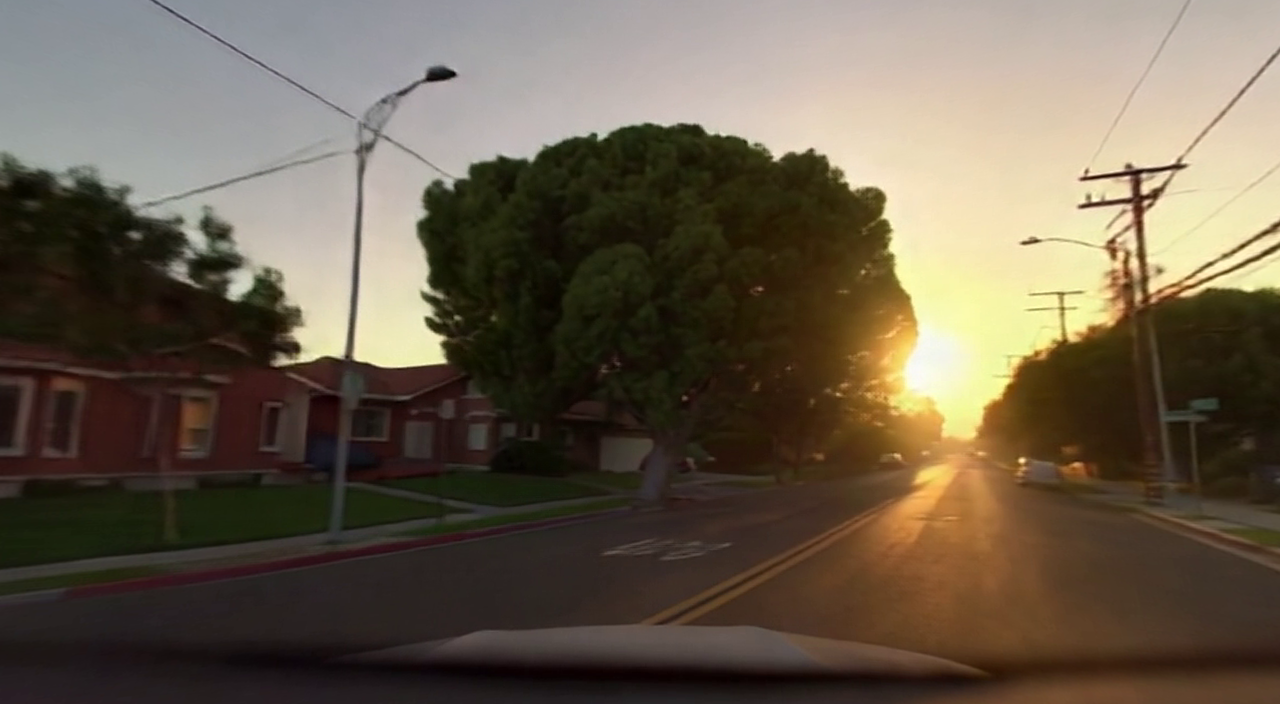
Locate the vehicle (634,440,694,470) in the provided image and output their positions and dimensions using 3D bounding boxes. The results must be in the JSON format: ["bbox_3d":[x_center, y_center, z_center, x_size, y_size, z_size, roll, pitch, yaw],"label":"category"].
[{"bbox_3d":[1.687,6.774,41.385,2.034,1.829,5.161,-4,-11,25],"label":"vehicle"}]

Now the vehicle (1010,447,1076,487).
[{"bbox_3d":[21.376,6.053,33.713,2.114,1.858,5.144,-3,-9,24],"label":"vehicle"}]
